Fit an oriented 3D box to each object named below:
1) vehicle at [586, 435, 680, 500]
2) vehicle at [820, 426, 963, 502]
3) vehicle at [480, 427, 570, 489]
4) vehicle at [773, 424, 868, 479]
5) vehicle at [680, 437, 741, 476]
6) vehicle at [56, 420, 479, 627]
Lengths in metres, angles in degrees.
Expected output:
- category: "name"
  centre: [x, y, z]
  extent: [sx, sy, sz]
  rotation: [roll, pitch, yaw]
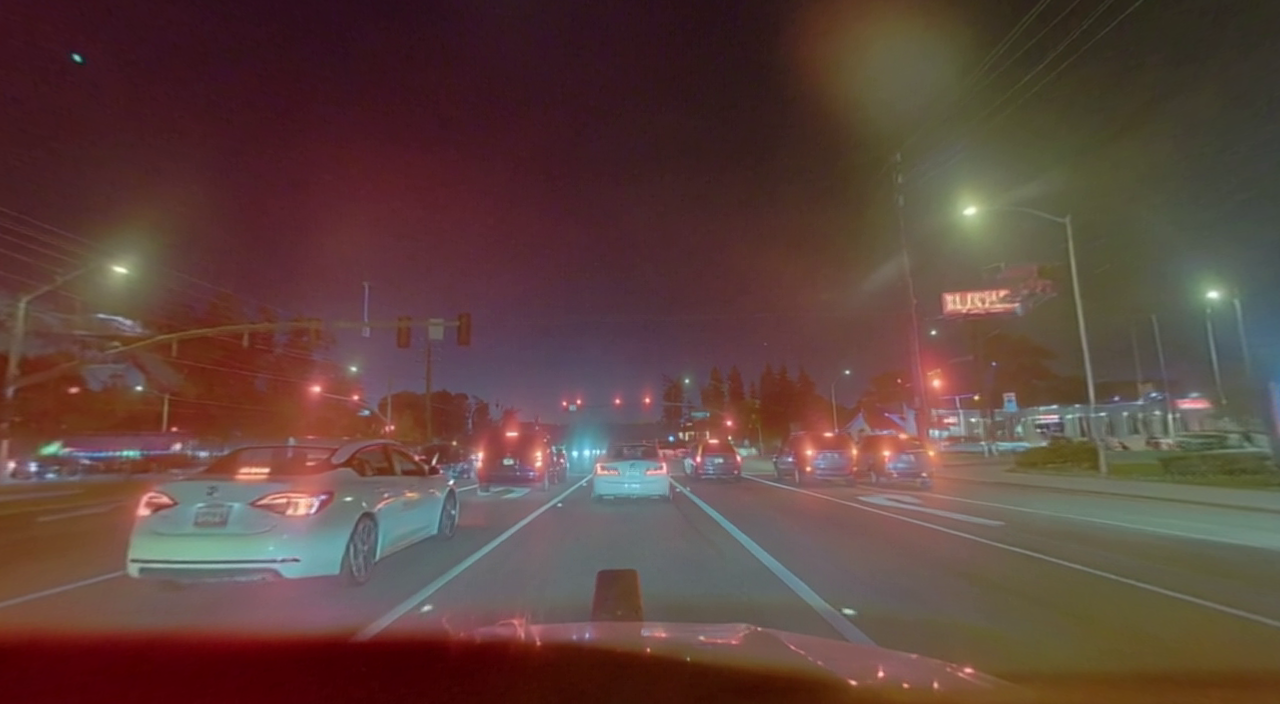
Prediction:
- category: "vehicle"
  centre: [-0.180, 2.892, 16.171]
  extent: [2.098, 1.431, 3.958]
  rotation: [0, -8, 0]
- category: "vehicle"
  centre: [6.379, 2.883, 16.640]
  extent: [1.945, 1.706, 4.190]
  rotation: [0, -8, -2]
- category: "vehicle"
  centre: [-3.443, 3.291, 19.832]
  extent: [2.033, 1.714, 4.278]
  rotation: [0, -8, 0]
- category: "vehicle"
  centre: [7.123, 4.005, 25.605]
  extent: [2.156, 1.982, 5.358]
  rotation: [0, -8, -1]
- category: "vehicle"
  centre: [2.939, 4.471, 27.351]
  extent: [1.987, 1.515, 4.521]
  rotation: [0, -8, -2]
- category: "vehicle"
  centre: [-3.218, 1.546, 6.723]
  extent: [1.837, 1.463, 4.311]
  rotation: [0, -8, 0]
